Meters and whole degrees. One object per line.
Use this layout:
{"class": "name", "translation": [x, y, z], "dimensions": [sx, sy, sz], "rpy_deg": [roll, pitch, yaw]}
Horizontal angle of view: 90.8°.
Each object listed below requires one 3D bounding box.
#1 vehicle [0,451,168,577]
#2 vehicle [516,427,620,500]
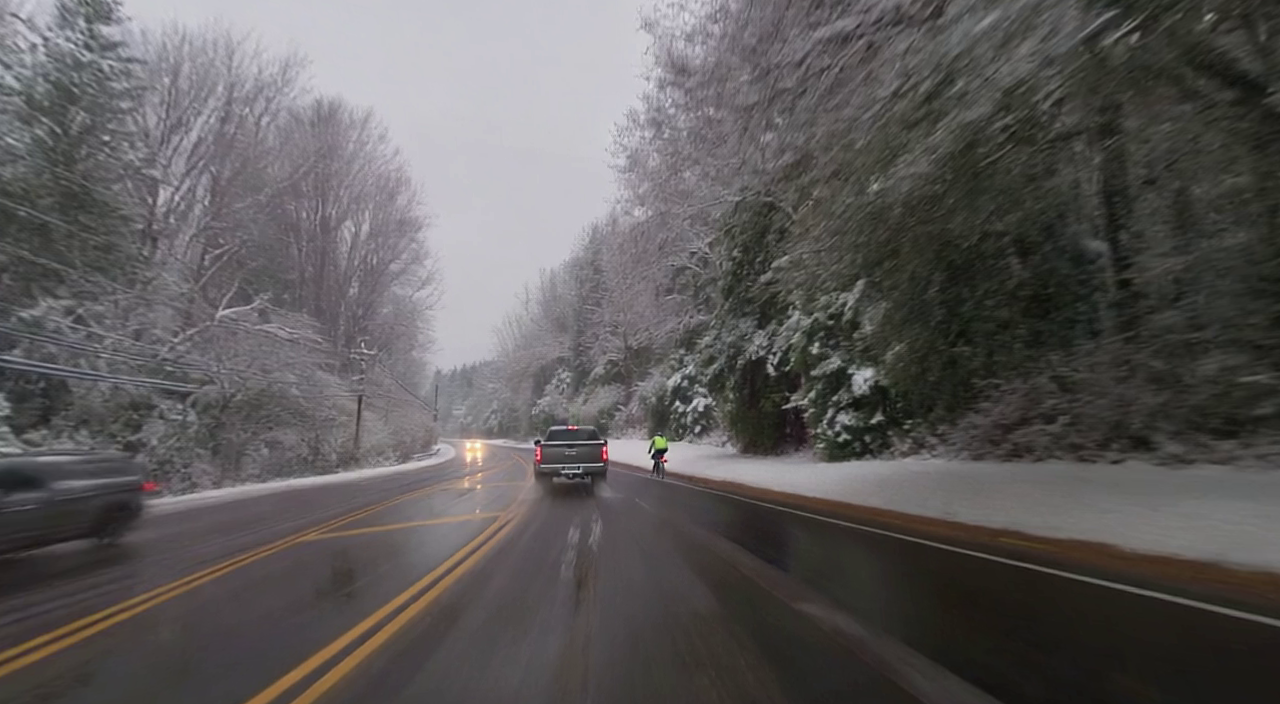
{"class": "vehicle", "translation": [-8.738, 2.010, 7.859], "dimensions": [2.106, 1.475, 4.723], "rpy_deg": [-1, -8, -1]}
{"class": "vehicle", "translation": [-2.060, 3.221, 18.688], "dimensions": [2.631, 1.798, 5.331], "rpy_deg": [0, -8, -5]}
